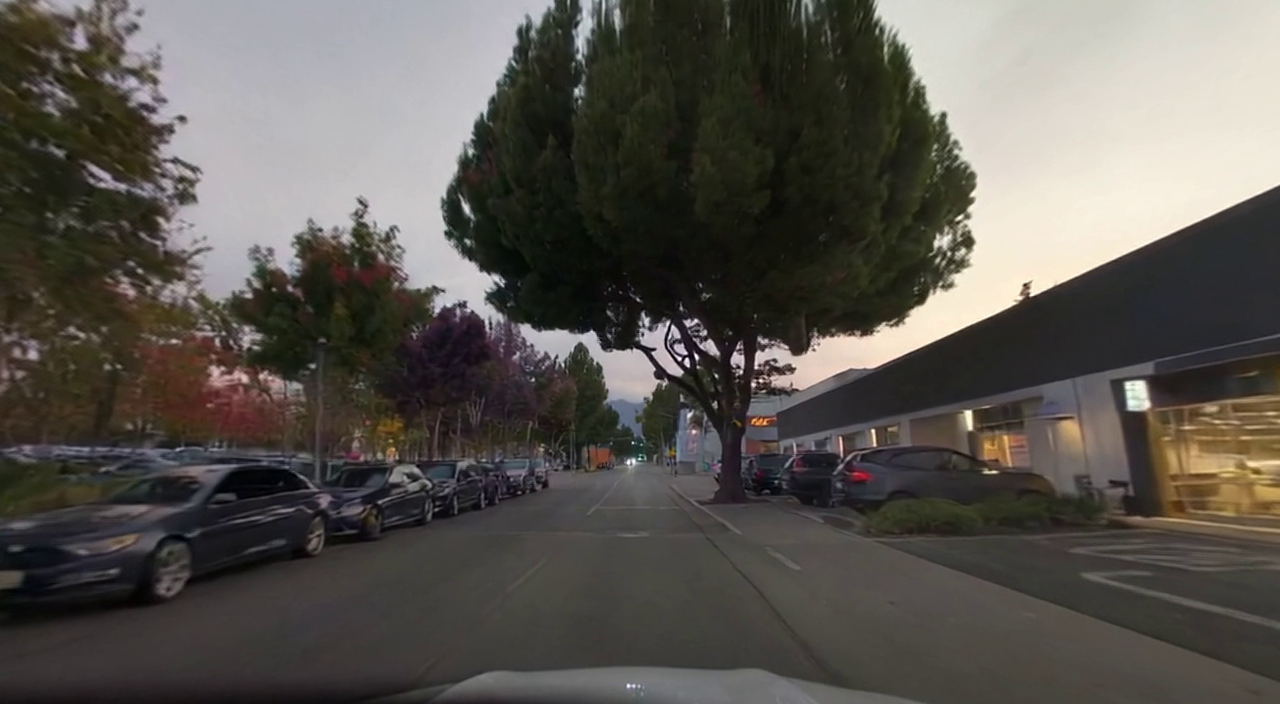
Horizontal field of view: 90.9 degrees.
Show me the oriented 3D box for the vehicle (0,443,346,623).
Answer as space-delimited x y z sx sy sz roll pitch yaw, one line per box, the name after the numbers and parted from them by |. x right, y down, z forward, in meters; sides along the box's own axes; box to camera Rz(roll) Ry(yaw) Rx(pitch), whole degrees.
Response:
-5.674 2.008 7.793 1.939 1.565 4.185 0 -11 1 | vehicle

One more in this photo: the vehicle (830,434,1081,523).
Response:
6.414 2.639 13.233 4.193 1.665 1.924 1 -11 -1 | vehicle
